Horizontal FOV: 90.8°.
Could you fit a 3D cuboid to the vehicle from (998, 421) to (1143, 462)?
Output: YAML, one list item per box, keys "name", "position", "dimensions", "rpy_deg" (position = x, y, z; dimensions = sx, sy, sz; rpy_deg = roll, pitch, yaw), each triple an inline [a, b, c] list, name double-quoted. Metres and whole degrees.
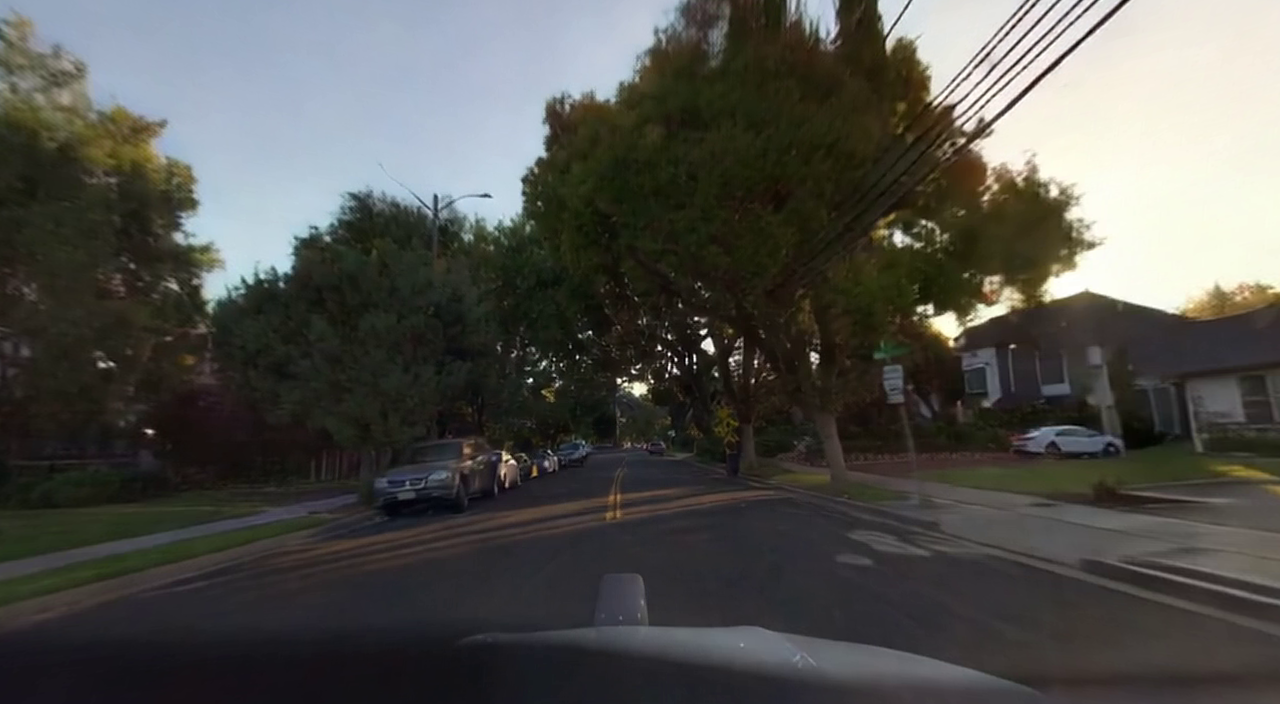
- name: "vehicle"
  position: [17.601, 3.712, 25.994]
  dimensions: [4.372, 1.490, 2.032]
  rpy_deg: [-2, -10, 1]

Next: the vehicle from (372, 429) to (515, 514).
- name: "vehicle"
  position: [-5.665, 3.499, 19.225]
  dimensions: [2.411, 1.979, 5.915]
  rpy_deg: [-5, -8, 0]

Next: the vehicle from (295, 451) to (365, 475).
- name: "vehicle"
  position: [-19.940, 7.141, 40.718]
  dimensions: [3.553, 1.471, 1.816]
  rpy_deg: [0, -9, -2]
